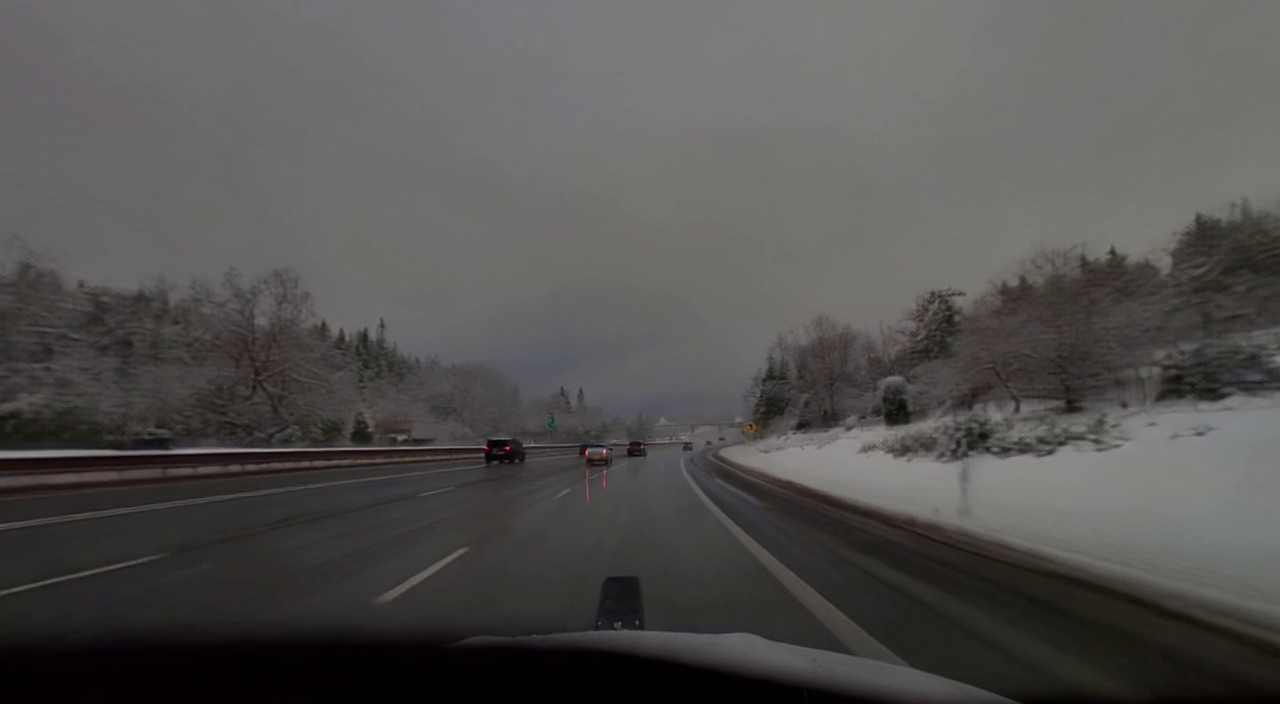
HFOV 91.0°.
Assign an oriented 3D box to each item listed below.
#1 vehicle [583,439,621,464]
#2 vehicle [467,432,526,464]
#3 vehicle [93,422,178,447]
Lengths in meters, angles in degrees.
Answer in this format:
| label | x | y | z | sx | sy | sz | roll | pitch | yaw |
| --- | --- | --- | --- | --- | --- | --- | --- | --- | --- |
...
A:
| label | x | y | z | sx | sy | sz | roll | pitch | yaw |
| --- | --- | --- | --- | --- | --- | --- | --- | --- | --- |
| vehicle | -2.585 | 6.932 | 43.968 | 2.035 | 1.673 | 4.469 | 0 | -9 | 4 |
| vehicle | -9.490 | 6.430 | 42.207 | 2.264 | 1.980 | 5.574 | 0 | -9 | 4 |
| vehicle | -32.394 | 5.363 | 40.606 | 1.808 | 1.511 | 4.342 | 0 | -9 | 1 |
